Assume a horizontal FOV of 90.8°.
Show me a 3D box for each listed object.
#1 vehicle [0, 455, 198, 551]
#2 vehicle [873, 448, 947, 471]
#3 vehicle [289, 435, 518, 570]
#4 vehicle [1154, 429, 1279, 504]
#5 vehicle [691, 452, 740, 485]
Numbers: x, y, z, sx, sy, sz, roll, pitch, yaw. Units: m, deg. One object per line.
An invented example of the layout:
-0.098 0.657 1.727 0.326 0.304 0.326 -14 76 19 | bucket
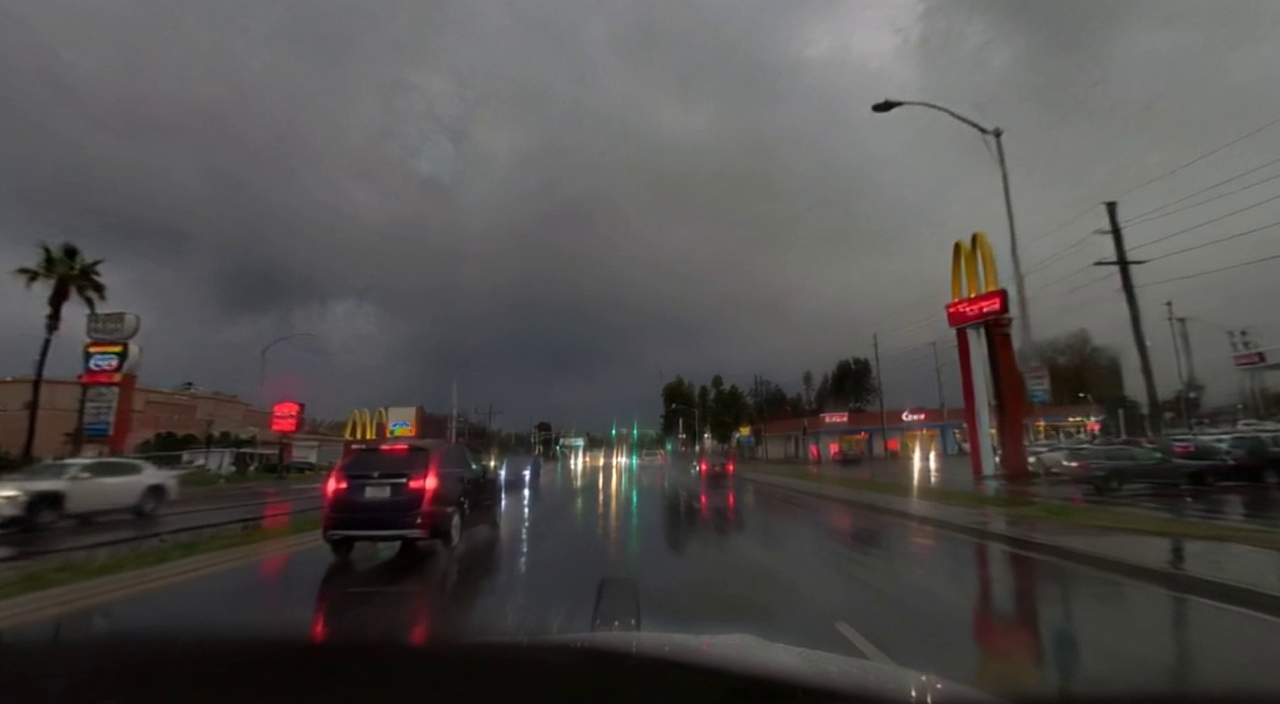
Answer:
-11.373 2.842 12.489 1.940 1.550 4.525 -1 -10 1 | vehicle
18.192 7.197 42.557 4.750 1.478 1.998 5 -10 -29 | vehicle
-3.147 2.072 9.474 2.021 1.550 4.090 1 -9 -3 | vehicle
15.454 2.727 15.212 4.298 1.646 1.999 0 -9 1 | vehicle
3.662 5.715 31.207 1.889 1.448 4.262 0 -9 0 | vehicle
